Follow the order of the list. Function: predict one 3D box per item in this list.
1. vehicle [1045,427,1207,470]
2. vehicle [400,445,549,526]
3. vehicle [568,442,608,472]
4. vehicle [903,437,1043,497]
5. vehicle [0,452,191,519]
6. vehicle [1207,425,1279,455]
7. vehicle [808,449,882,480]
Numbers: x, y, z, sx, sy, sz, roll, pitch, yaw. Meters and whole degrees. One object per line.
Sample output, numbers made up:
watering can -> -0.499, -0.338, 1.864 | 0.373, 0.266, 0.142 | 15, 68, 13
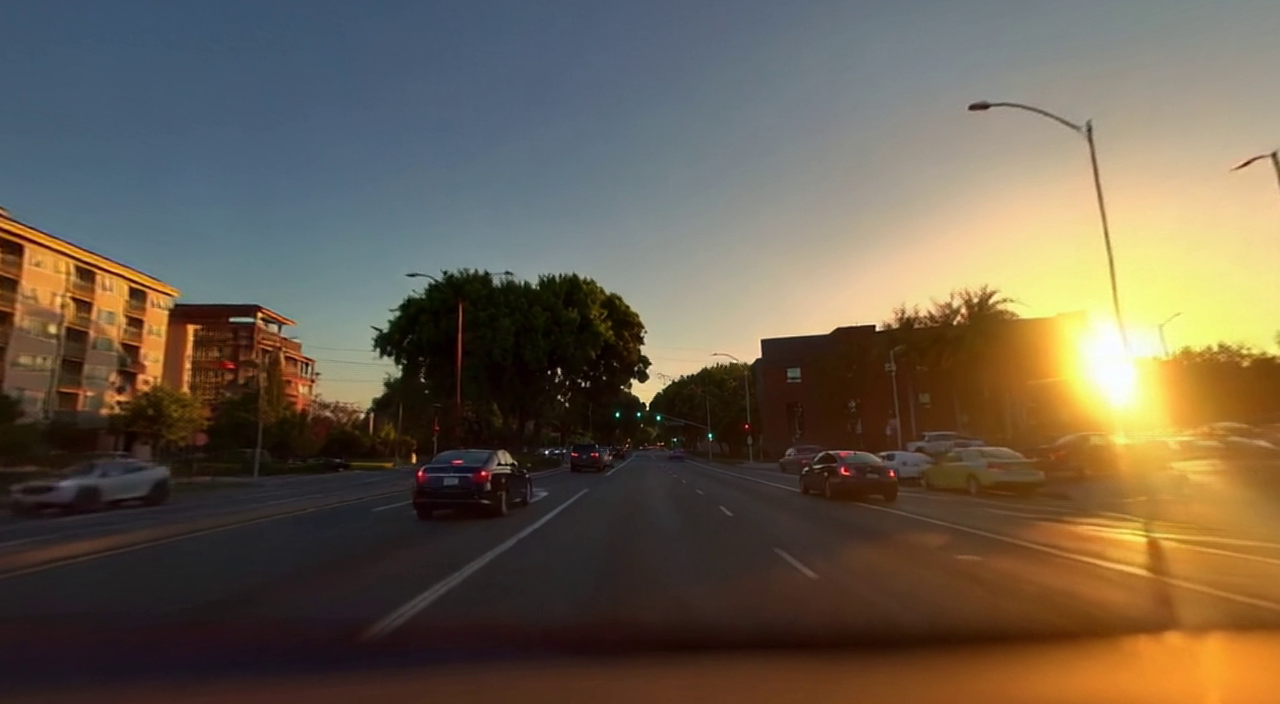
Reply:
vehicle -> 18.394, 3.670, 24.091 | 4.416, 1.519, 1.988 | -1, -9, 2
vehicle -> -3.349, 2.781, 13.836 | 2.144, 1.447, 4.421 | 0, -9, -1
vehicle -> -3.436, 7.014, 42.509 | 2.220, 1.888, 4.904 | 0, -9, 0
vehicle -> 10.338, 3.589, 20.076 | 1.975, 1.677, 4.400 | 0, -9, -1
vehicle -> -14.763, 3.575, 17.432 | 1.854, 1.586, 4.043 | 0, -9, -2
vehicle -> 34.632, 4.842, 34.612 | 4.771, 1.577, 2.205 | -1, -9, 4
vehicle -> 10.184, 5.601, 31.861 | 2.045, 1.418, 4.869 | 0, -9, -1
